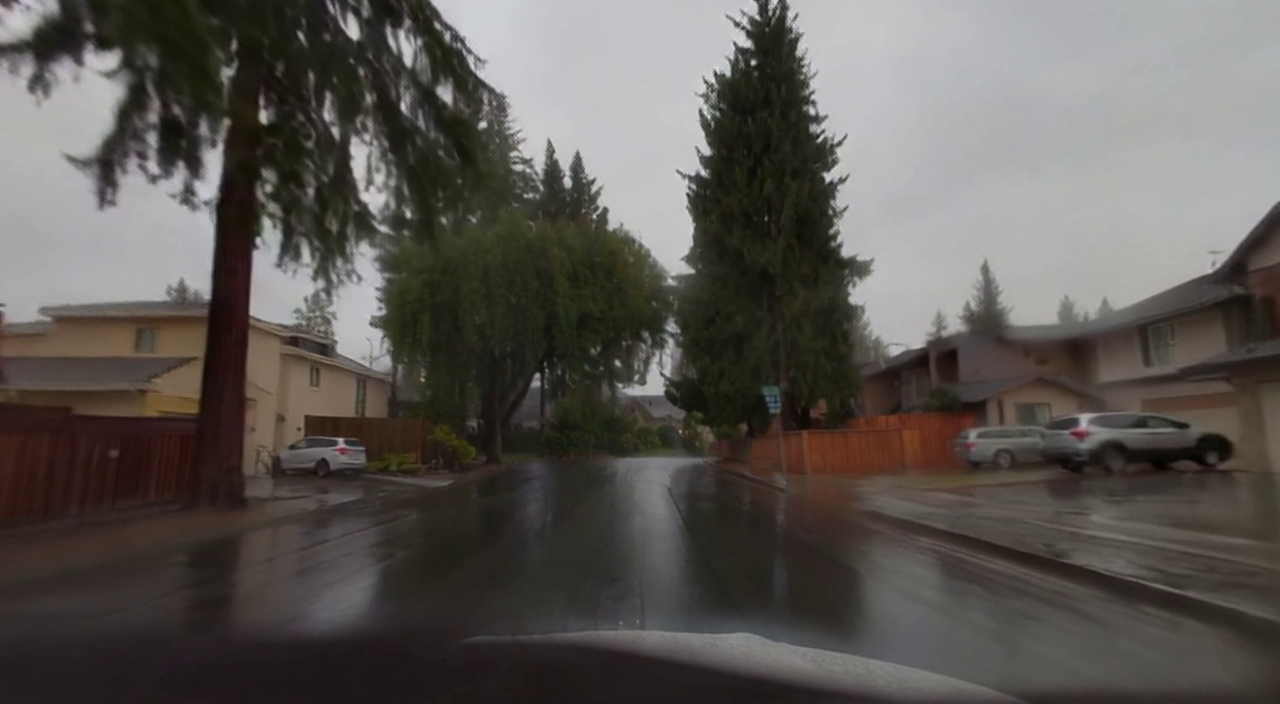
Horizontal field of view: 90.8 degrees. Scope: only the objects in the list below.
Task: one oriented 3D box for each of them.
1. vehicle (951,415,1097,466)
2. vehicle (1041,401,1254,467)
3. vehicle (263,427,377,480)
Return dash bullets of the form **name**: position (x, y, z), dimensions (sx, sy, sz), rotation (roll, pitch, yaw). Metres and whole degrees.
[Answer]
- **vehicle**: position (13.089, 3.066, 21.806), dimensions (3.780, 1.601, 2.025), rotation (-2, -9, 13)
- **vehicle**: position (14.391, 2.390, 18.266), dimensions (4.261, 1.725, 1.955), rotation (-3, -9, 19)
- **vehicle**: position (-12.521, 3.929, 24.627), dimensions (4.656, 1.835, 2.039), rotation (-6, -11, 37)
